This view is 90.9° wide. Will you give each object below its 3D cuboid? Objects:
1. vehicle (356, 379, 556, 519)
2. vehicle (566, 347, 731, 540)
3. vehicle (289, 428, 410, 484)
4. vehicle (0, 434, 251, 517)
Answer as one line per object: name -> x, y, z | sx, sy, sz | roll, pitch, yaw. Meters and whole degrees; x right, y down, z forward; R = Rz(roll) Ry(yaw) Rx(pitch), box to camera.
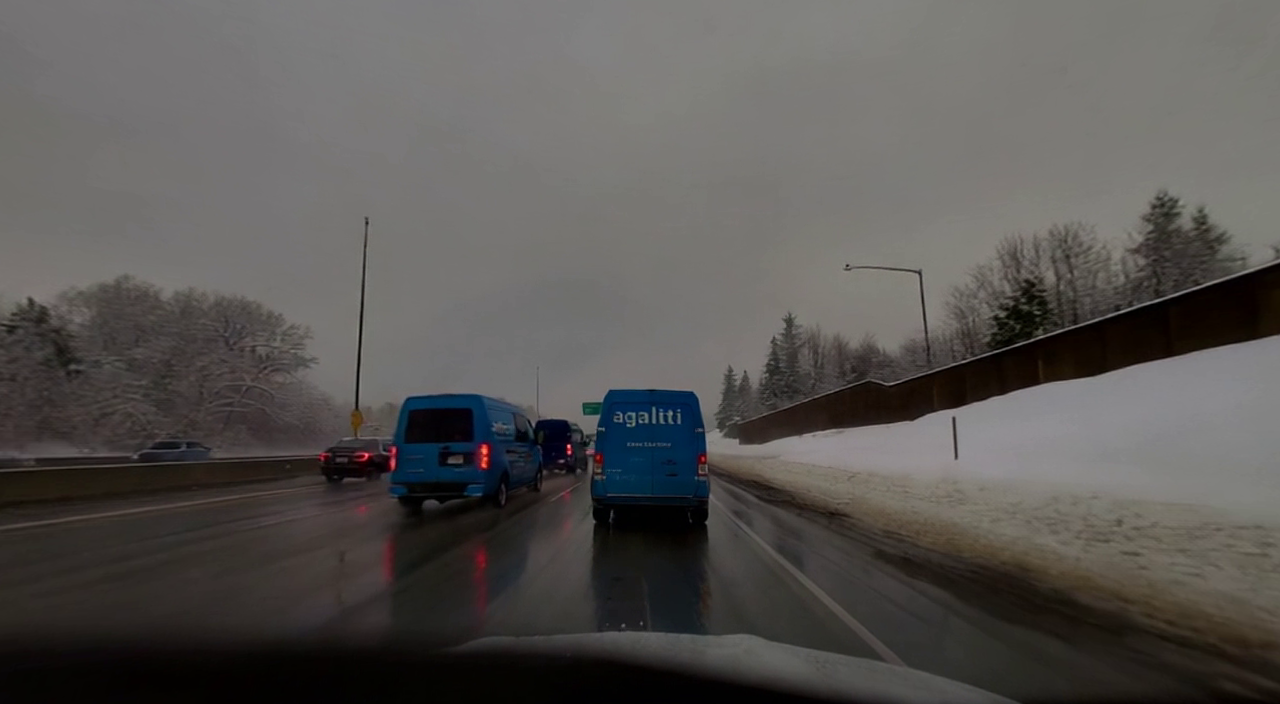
vehicle -> -3.582, 2.086, 13.812 | 2.729, 2.439, 5.418 | 0, -8, 0
vehicle -> 0.153, 1.758, 12.242 | 2.316, 2.738, 6.398 | 0, -8, 1
vehicle -> -10.741, 3.884, 23.821 | 2.061, 1.846, 4.852 | 0, -8, 3
vehicle -> -11.055, 2.629, 14.015 | 1.839, 1.524, 4.449 | 0, -8, 2
